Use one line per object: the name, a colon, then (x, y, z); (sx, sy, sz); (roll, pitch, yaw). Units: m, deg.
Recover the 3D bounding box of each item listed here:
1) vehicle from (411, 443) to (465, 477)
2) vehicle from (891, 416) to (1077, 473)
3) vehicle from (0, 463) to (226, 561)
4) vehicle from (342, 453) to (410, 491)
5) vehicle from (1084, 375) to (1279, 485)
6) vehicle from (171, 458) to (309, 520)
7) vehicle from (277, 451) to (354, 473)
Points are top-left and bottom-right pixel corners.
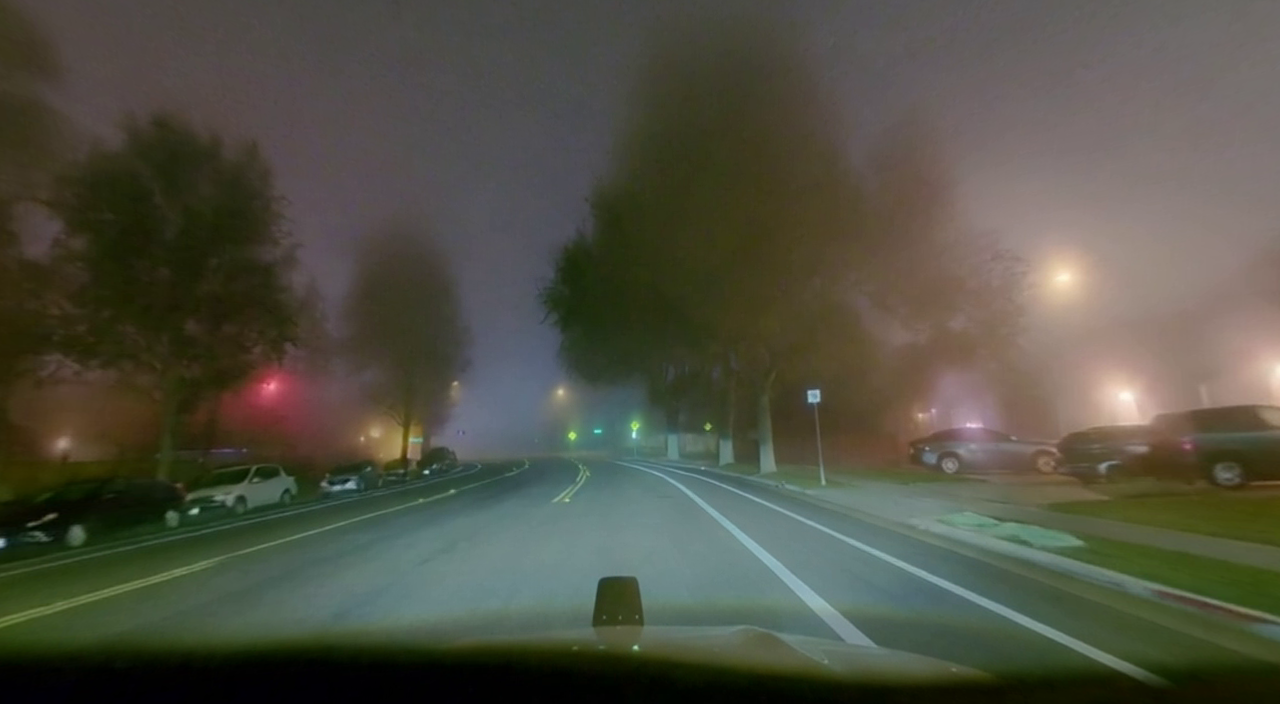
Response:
vehicle: (-12.916, 6.905, 40.725); (2.190, 1.789, 5.477); (-4, -7, -6)
vehicle: (10.991, 2.998, 20.475); (4.760, 1.738, 2.052); (0, -8, 0)
vehicle: (-10.974, 3.096, 12.970); (1.922, 1.496, 4.598); (0, -8, -2)
vehicle: (-11.907, 5.394, 28.761); (1.750, 1.471, 3.960); (2, -8, -7)
vehicle: (12.604, 1.561, 12.517); (5.437, 1.931, 2.837); (0, -8, 1)
vehicle: (-11.218, 3.822, 18.013); (1.586, 1.433, 3.485); (1, -8, 0)
vehicle: (-23.109, 7.851, 45.059); (4.435, 1.472, 1.870); (0, -8, 0)
